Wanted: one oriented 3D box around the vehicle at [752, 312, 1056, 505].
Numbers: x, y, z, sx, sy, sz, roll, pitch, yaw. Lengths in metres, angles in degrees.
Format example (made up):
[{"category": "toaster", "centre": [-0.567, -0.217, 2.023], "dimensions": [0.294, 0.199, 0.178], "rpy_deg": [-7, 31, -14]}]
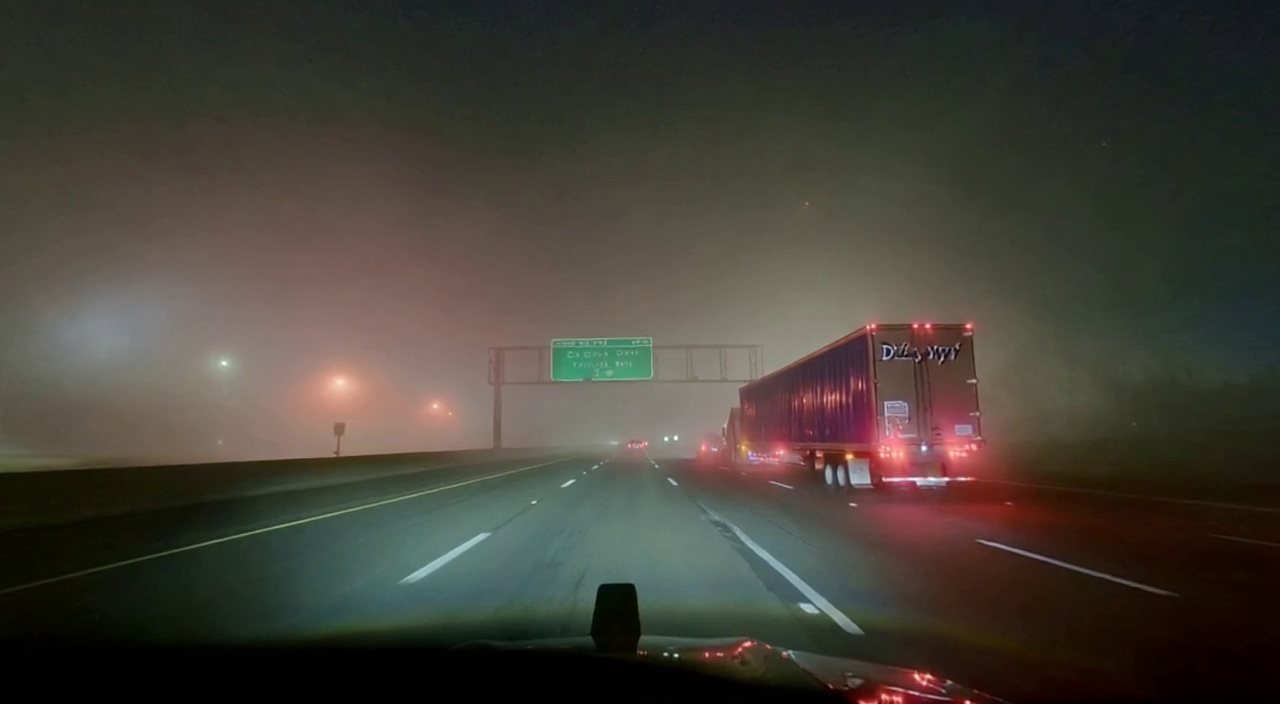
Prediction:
[{"category": "vehicle", "centre": [6.778, 2.296, 20.990], "dimensions": [2.962, 3.947, 16.241], "rpy_deg": [0, -8, -1]}]
